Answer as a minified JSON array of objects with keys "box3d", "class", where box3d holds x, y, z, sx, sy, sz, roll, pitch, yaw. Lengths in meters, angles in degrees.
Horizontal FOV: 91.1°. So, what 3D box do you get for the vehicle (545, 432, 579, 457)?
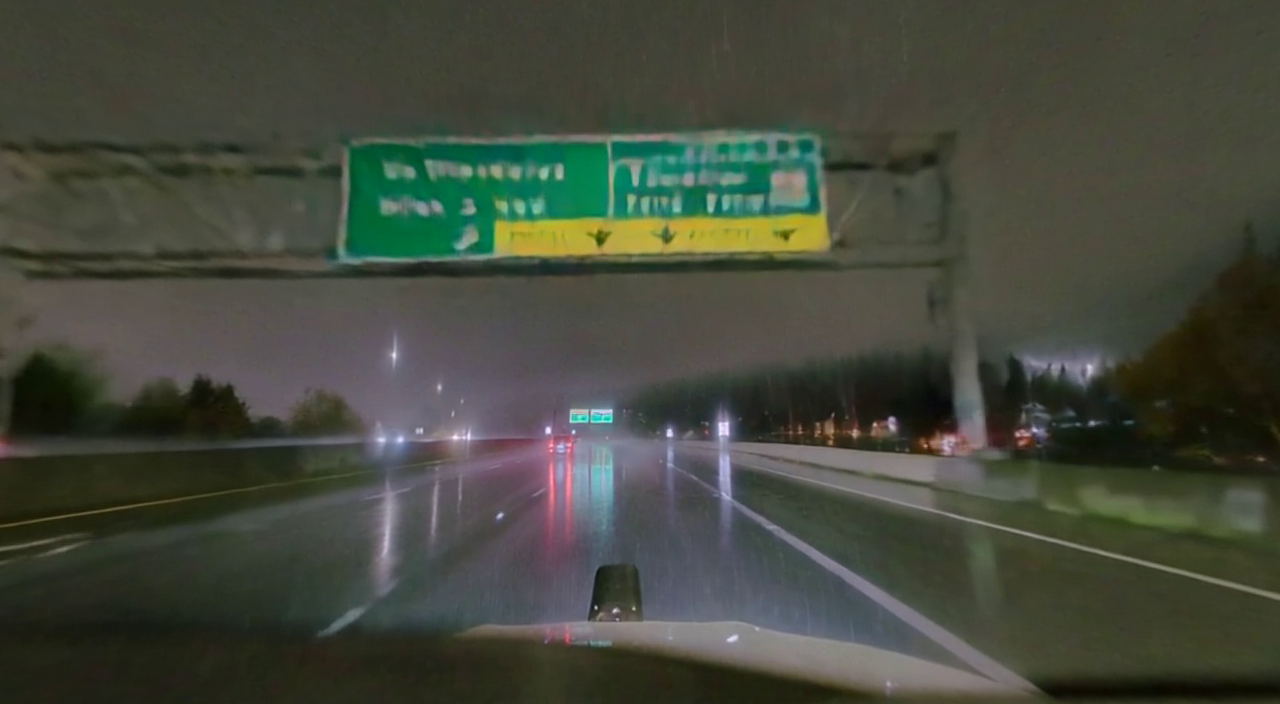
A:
[{"box3d":[-5.143,6.147,41.845,1.878,1.548,3.966,0,-8,-1],"class":"vehicle"}]
